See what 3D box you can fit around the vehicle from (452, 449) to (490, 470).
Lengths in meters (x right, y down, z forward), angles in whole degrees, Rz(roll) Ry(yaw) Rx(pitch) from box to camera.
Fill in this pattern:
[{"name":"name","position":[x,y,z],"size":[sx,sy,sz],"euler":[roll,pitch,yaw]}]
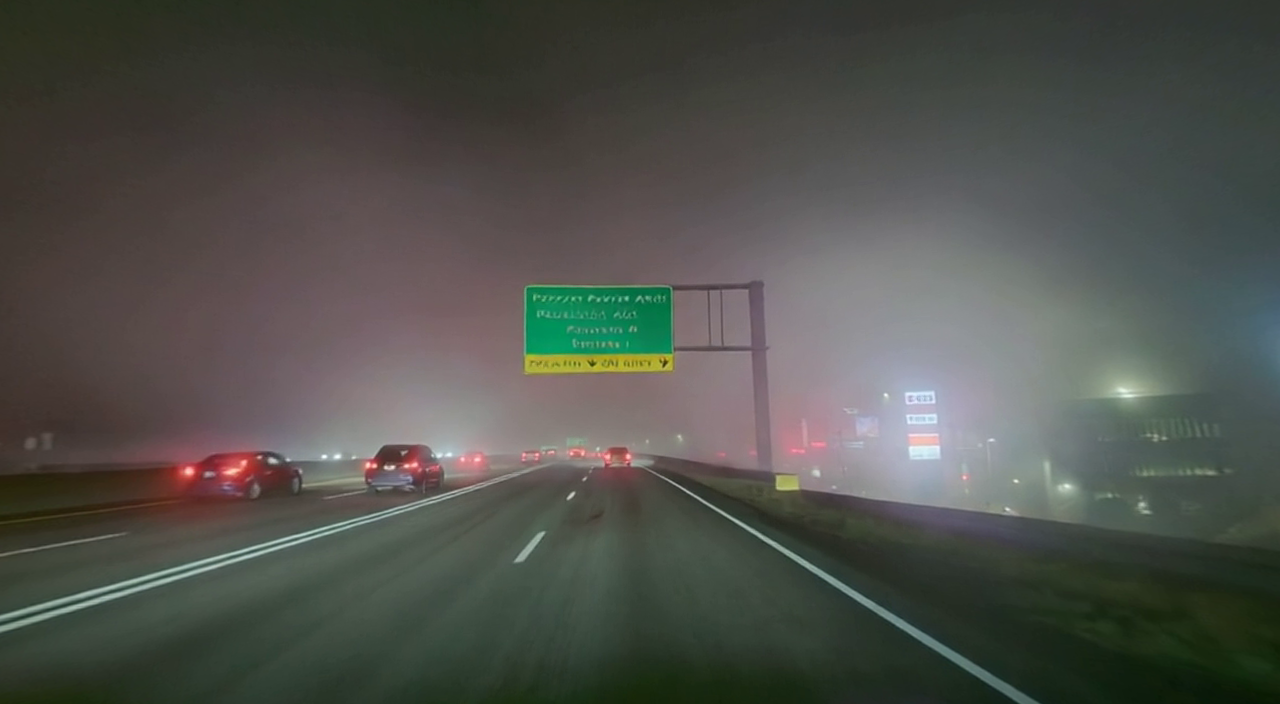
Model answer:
[{"name":"vehicle","position":[-12.817,8.130,47.976],"size":[1.861,1.466,4.233],"euler":[0,-9,-3]}]

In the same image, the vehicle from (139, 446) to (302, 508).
[{"name":"vehicle","position":[-11.539,3.429,17.727],"size":[1.936,1.501,3.900],"euler":[0,-9,-1]}]

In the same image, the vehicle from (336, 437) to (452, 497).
[{"name":"vehicle","position":[-7.751,3.650,20.385],"size":[2.065,1.689,4.399],"euler":[0,-9,-1]}]

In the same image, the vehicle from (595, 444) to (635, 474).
[{"name":"vehicle","position":[-1.418,5.974,35.394],"size":[2.110,1.501,4.319],"euler":[0,-9,-3]}]
